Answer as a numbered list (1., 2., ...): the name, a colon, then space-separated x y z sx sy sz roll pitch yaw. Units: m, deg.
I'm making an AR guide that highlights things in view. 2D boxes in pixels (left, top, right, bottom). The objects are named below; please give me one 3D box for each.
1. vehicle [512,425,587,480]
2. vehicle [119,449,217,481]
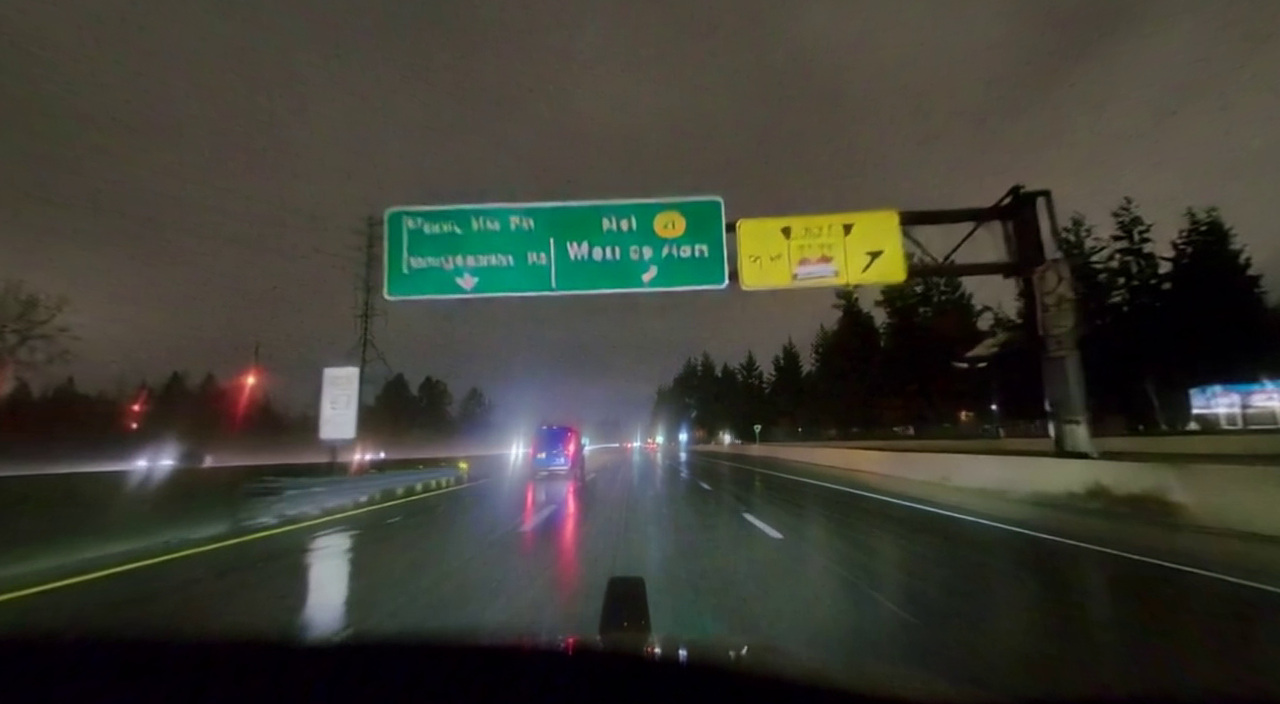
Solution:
1. vehicle: -3.527 4.024 25.431 2.281 2.025 4.586 0 -8 1
2. vehicle: -23.998 5.733 32.213 1.801 1.452 4.238 0 -8 -1
